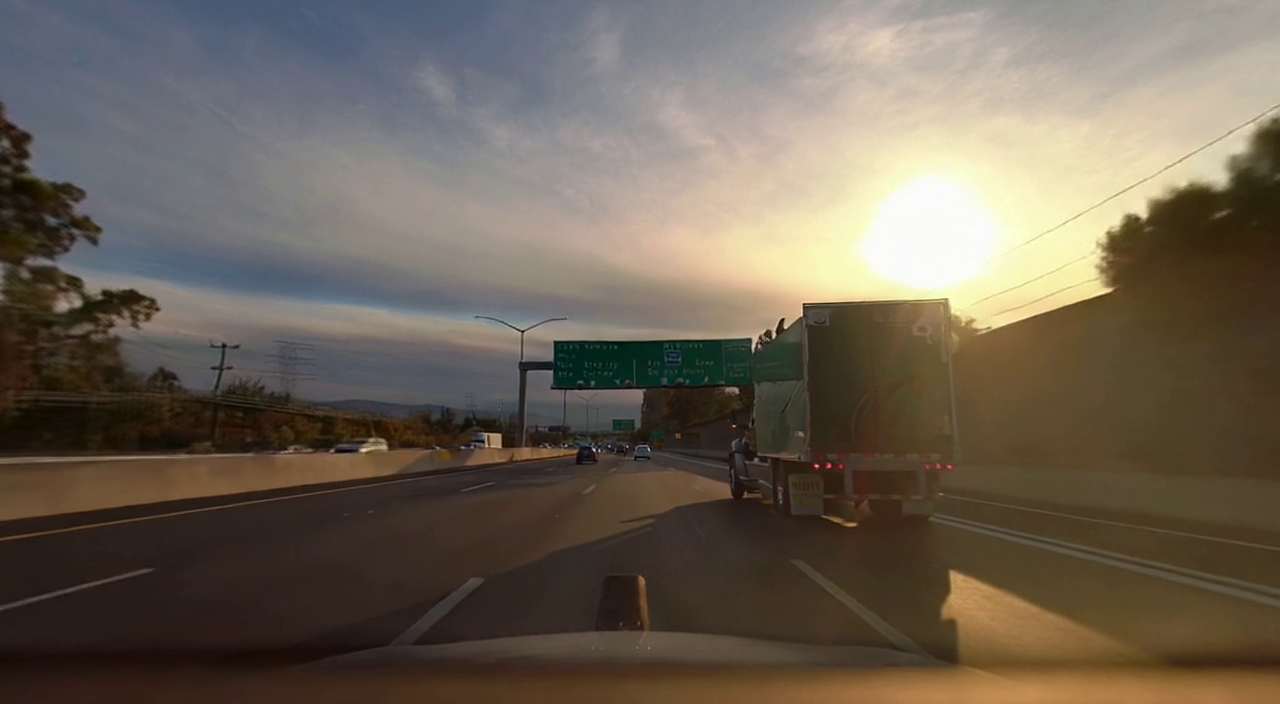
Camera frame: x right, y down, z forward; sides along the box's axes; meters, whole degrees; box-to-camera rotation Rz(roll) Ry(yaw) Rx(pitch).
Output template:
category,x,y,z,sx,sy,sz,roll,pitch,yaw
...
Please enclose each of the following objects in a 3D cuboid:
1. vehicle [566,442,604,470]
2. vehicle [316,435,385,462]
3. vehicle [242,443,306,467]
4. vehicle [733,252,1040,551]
category,x,y,z,sx,sy,sz,roll,pitch,yaw
vehicle,-3.407,6.546,39.752,2.000,1.658,4.155,0,-9,0
vehicle,-21.067,7.046,46.088,2.206,1.777,5.688,0,-9,2
vehicle,-24.603,6.936,42.484,1.938,1.539,3.945,0,-9,0
vehicle,3.785,1.134,12.115,3.042,4.037,7.253,0,-9,1
